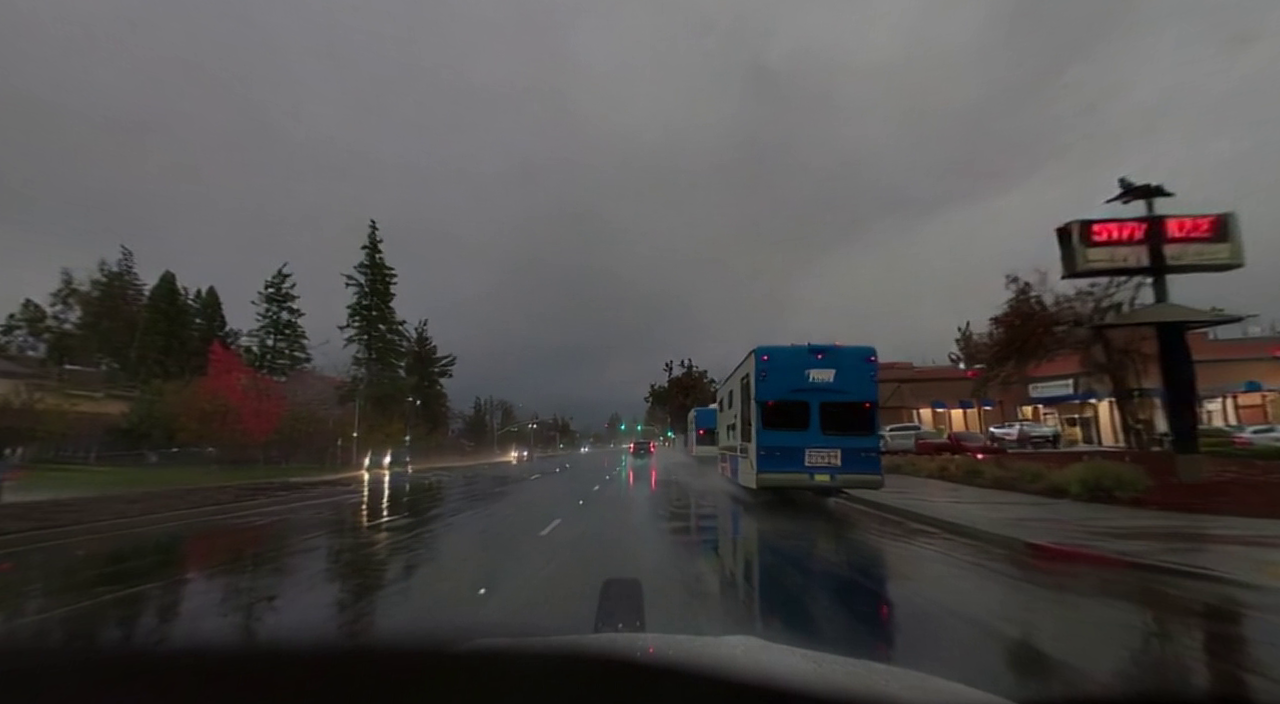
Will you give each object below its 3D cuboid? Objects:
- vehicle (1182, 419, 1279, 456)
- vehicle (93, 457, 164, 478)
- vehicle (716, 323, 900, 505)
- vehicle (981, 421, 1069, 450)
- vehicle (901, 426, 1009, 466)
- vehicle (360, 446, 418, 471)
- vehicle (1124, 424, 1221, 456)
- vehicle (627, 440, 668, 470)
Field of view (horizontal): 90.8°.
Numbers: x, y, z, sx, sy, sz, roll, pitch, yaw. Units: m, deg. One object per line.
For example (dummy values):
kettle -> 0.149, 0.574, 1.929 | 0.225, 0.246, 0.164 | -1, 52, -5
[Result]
vehicle -> 26.214, 3.783, 27.720 | 4.196, 1.520, 1.953 | 4, -10, -24
vehicle -> -39.302, 8.862, 48.670 | 1.756, 1.470, 4.454 | 0, -9, -1
vehicle -> 4.102, 1.938, 17.873 | 2.896, 3.921, 8.415 | 0, -9, 0
vehicle -> 26.845, 5.870, 43.990 | 5.775, 1.921, 2.339 | 4, -10, -26
vehicle -> 14.007, 4.225, 28.209 | 4.037, 1.538, 1.912 | -7, -11, 26
vehicle -> -17.204, 7.284, 43.520 | 2.067, 1.578, 4.457 | 0, -9, 1
vehicle -> 25.969, 4.318, 30.793 | 4.328, 1.475, 1.918 | 4, -10, -27
vehicle -> 0.364, 5.651, 34.740 | 2.103, 1.506, 4.742 | 0, -9, 0
